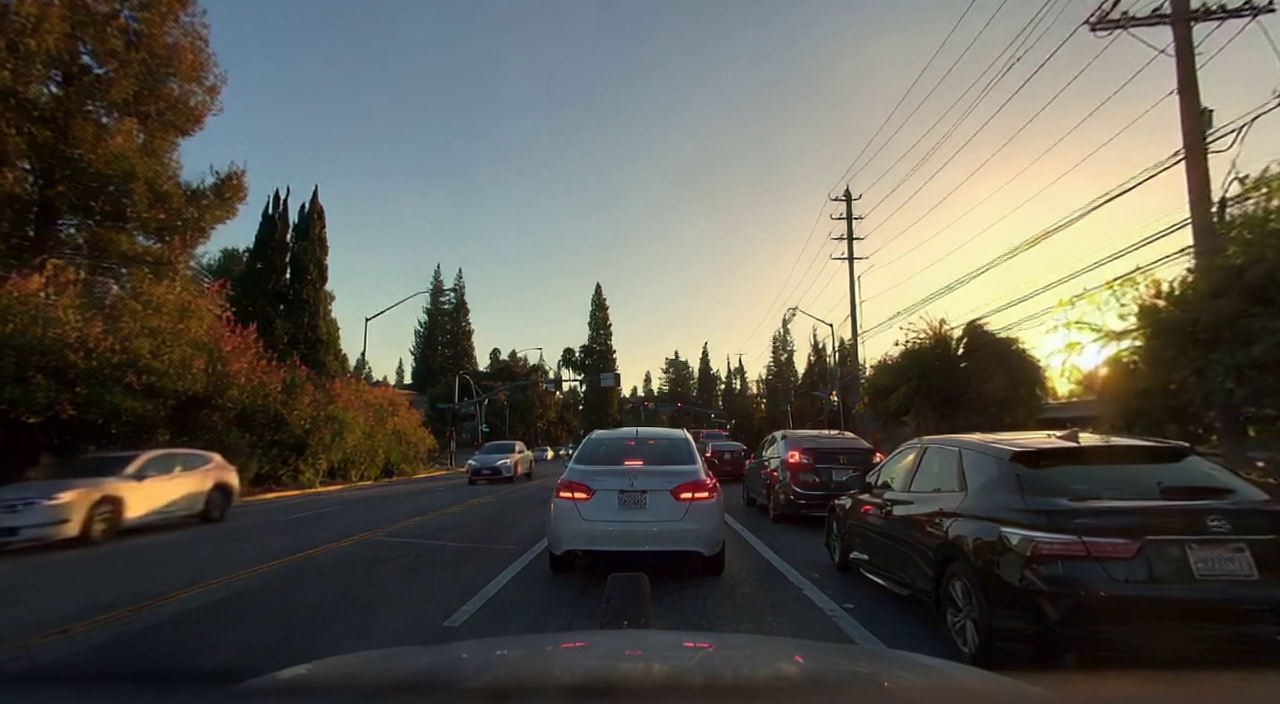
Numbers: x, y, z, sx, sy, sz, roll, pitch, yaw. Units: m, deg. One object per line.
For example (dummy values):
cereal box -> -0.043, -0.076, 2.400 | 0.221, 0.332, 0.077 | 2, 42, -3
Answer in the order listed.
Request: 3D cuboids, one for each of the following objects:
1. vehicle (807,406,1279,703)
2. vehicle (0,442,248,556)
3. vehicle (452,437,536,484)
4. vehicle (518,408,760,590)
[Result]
vehicle -> 2.881, 1.306, 4.988 | 1.950, 1.487, 4.275 | 0, -8, 0
vehicle -> -10.036, 2.599, 12.029 | 2.003, 1.705, 4.747 | 0, -8, 1
vehicle -> -5.955, 4.493, 26.375 | 2.253, 1.751, 4.700 | -1, -8, 2
vehicle -> 0.005, 1.658, 7.909 | 2.200, 1.653, 4.127 | 0, -8, 1
